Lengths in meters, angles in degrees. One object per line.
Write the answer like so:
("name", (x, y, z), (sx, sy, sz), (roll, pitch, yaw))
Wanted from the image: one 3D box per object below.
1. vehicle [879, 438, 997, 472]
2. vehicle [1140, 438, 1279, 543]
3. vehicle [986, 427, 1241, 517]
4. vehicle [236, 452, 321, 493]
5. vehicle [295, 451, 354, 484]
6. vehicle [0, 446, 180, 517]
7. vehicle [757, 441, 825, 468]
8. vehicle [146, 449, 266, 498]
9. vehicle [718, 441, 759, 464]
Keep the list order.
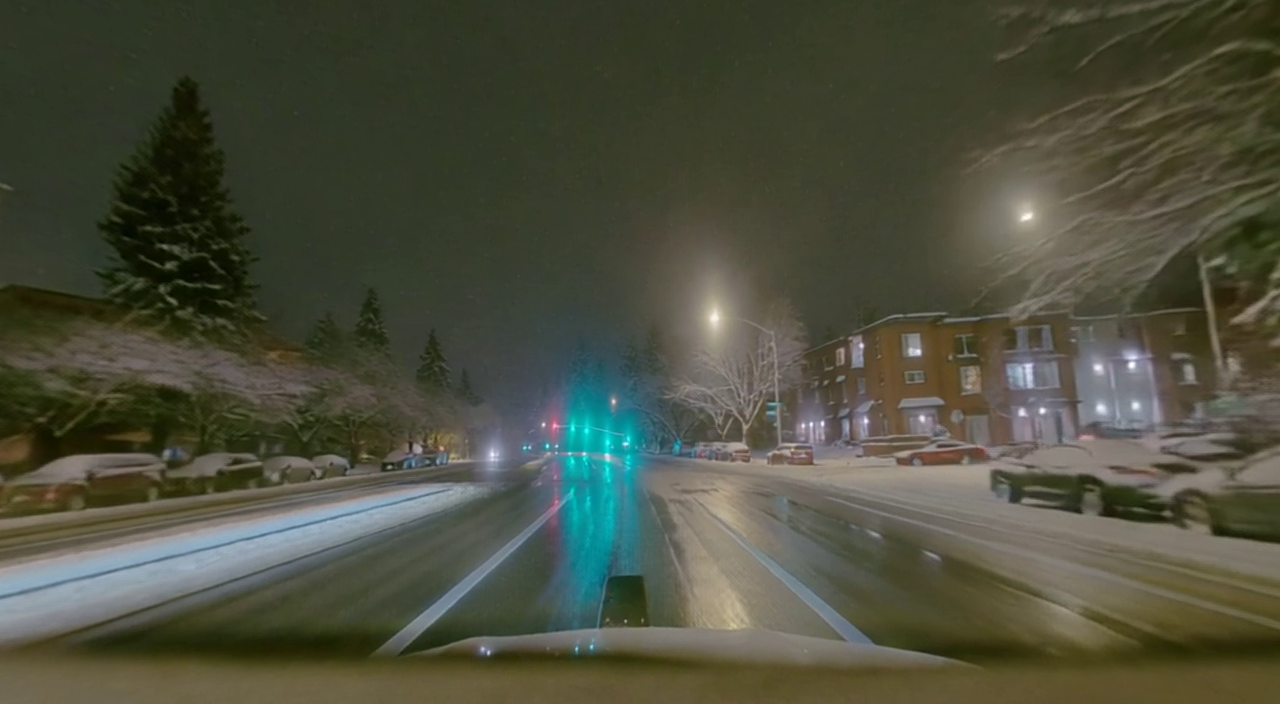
("vehicle", (15.654, 5.424, 33.316), (5.088, 1.538, 2.114), (-2, -7, 2))
("vehicle", (9.707, 1.889, 8.546), (1.863, 1.423, 4.709), (1, -9, -2))
("vehicle", (9.786, 2.515, 13.680), (1.853, 1.578, 4.736), (0, -9, 0))
("vehicle", (-17.838, 5.899, 31.331), (1.802, 1.477, 4.648), (-3, -5, -4))
("vehicle", (-18.197, 6.651, 36.503), (1.836, 1.512, 3.581), (-2, -6, -5))
("vehicle", (-17.431, 3.997, 20.053), (2.099, 1.917, 4.720), (-1, -8, -2))
("vehicle", (9.407, 6.435, 39.605), (1.919, 1.627, 4.196), (5, -10, -26))
("vehicle", (-17.681, 4.924, 25.973), (1.883, 1.775, 4.466), (-1, -8, -2))
("vehicle", (7.704, 7.966, 49.934), (2.039, 1.752, 4.876), (1, -9, -6))
